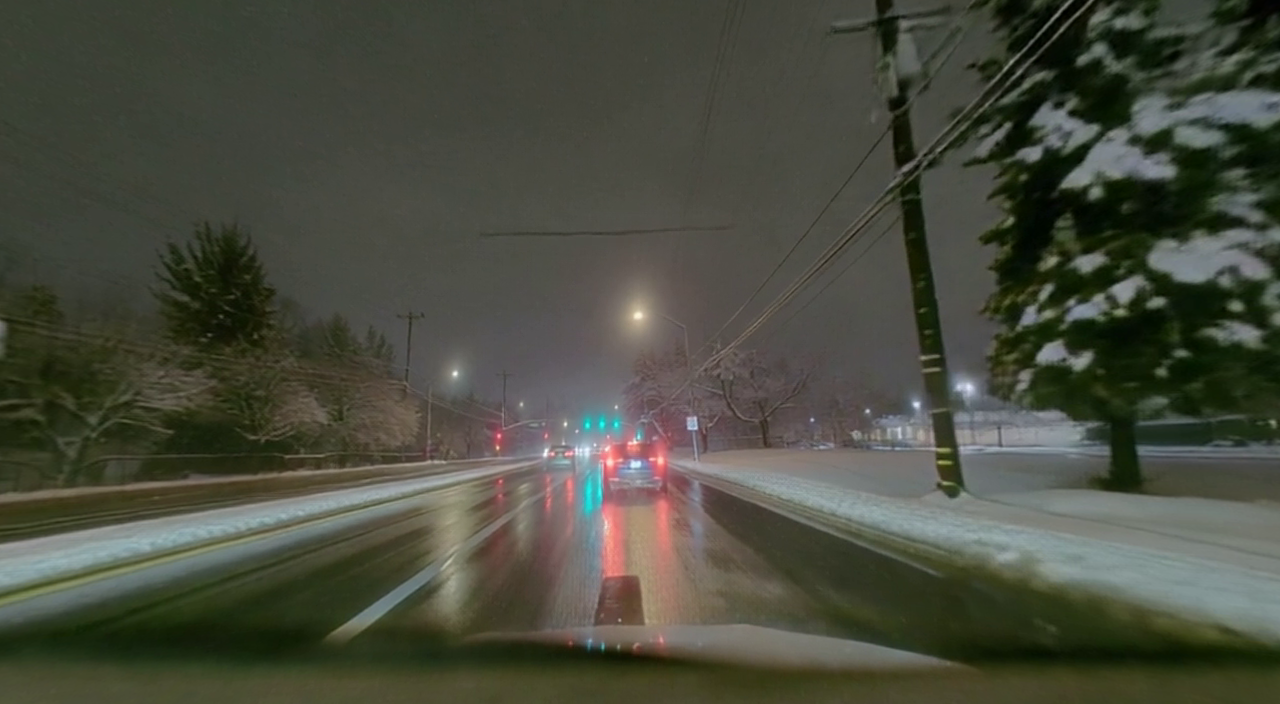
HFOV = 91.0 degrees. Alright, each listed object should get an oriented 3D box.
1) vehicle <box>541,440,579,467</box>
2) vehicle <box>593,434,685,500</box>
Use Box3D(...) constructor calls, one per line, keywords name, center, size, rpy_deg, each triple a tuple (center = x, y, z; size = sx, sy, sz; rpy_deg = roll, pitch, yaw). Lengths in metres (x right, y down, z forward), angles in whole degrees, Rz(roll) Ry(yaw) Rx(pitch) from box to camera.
Box3D(name="vehicle", center=(-5.485, 7.007, 43.548), size=(2.189, 1.776, 4.342), rpy_deg=(0, -9, -2))
Box3D(name="vehicle", center=(-0.168, 3.205, 17.937), size=(2.235, 1.597, 4.918), rpy_deg=(1, -9, -3))
